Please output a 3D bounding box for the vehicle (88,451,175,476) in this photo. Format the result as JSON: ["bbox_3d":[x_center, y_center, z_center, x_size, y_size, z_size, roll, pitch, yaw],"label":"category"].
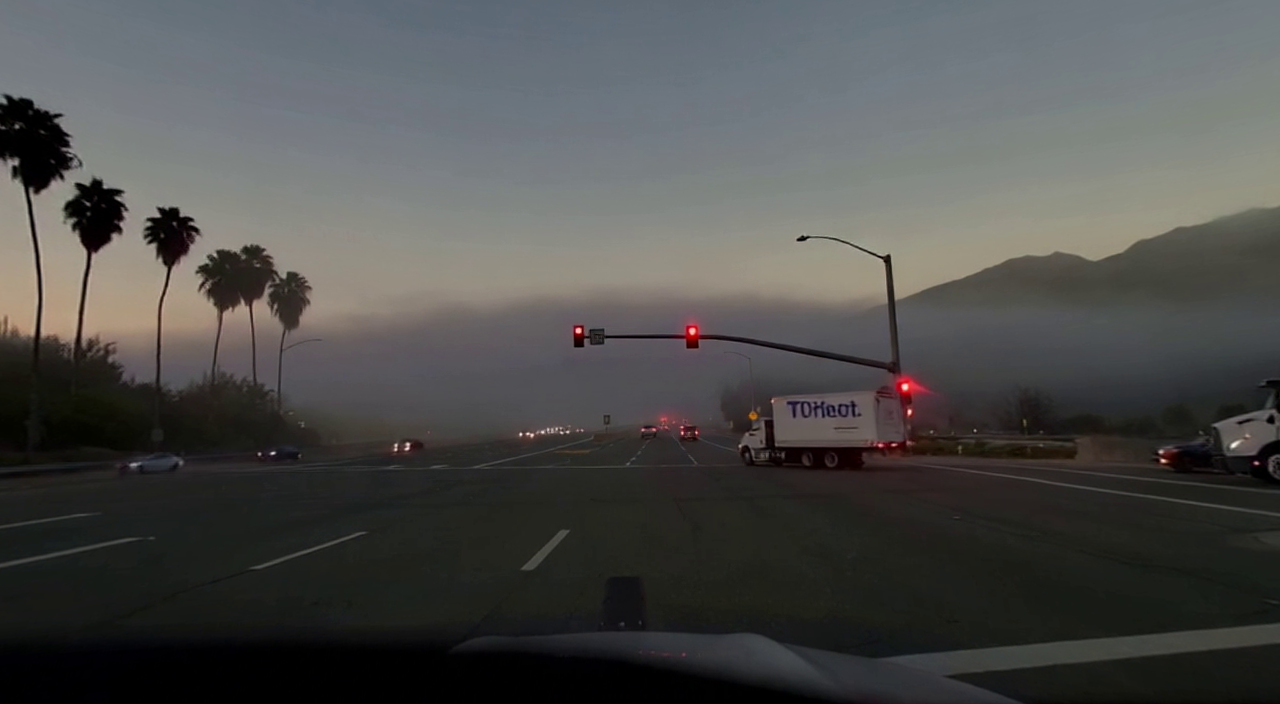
[{"bbox_3d":[-35.473,7.747,43.934,1.902,1.558,4.384,-2,-9,13],"label":"vehicle"}]

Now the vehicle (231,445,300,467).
[{"bbox_3d":[-26.194,7.254,44.093,1.868,1.469,4.746,0,-9,1],"label":"vehicle"}]

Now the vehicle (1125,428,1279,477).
[{"bbox_3d":[19.103,3.289,20.598,4.508,1.493,1.907,-2,-9,14],"label":"vehicle"}]

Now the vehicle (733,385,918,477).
[{"bbox_3d":[7.746,3.505,27.281,3.237,3.414,7.088,6,-10,-35],"label":"vehicle"}]
